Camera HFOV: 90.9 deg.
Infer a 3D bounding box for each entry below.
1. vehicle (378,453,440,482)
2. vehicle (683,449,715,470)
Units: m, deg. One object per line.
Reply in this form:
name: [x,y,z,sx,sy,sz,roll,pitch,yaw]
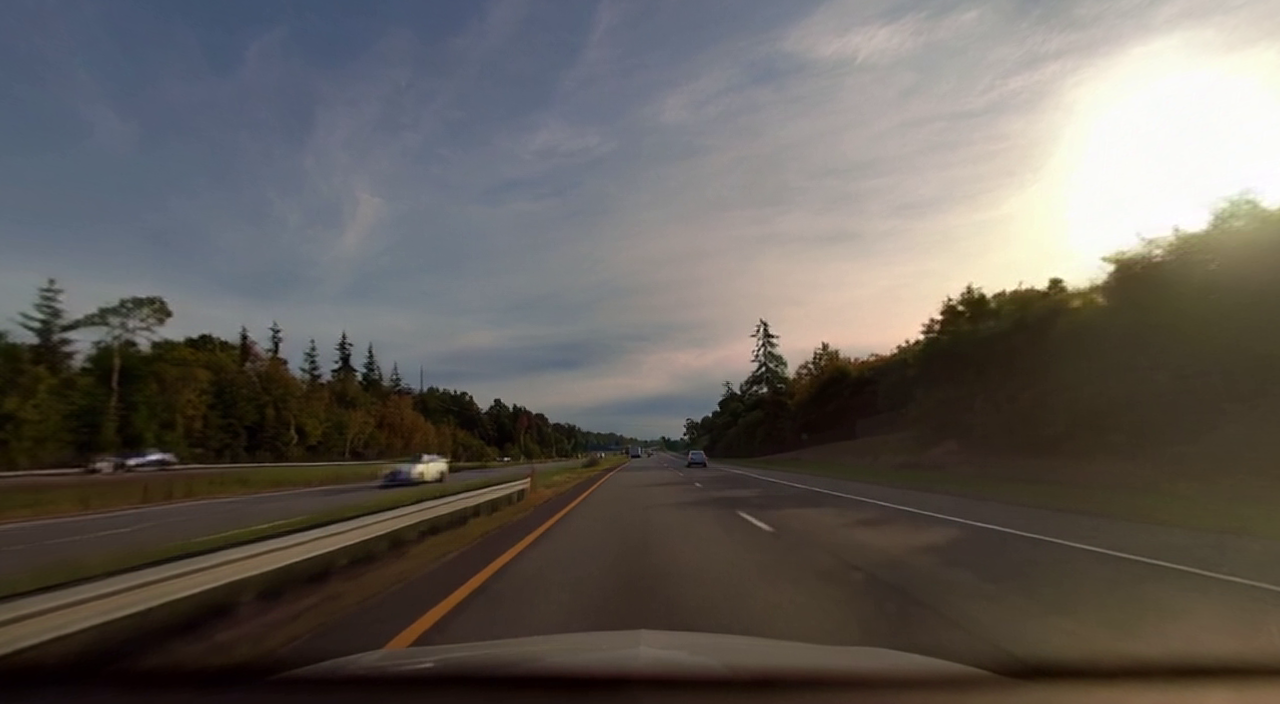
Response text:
vehicle: [-12.949,6.488,35.590,1.873,1.510,4.063,0,-9,1]
vehicle: [4.371,8.031,47.138,1.984,1.481,4.376,0,-9,0]
